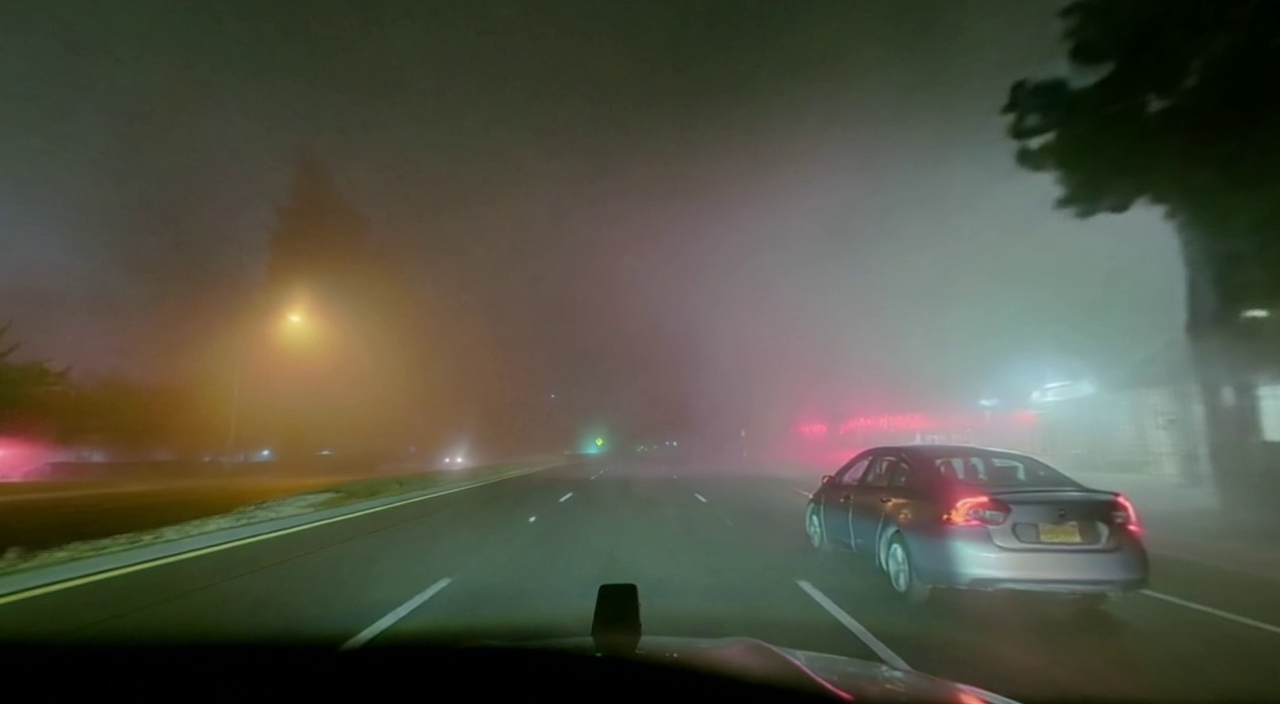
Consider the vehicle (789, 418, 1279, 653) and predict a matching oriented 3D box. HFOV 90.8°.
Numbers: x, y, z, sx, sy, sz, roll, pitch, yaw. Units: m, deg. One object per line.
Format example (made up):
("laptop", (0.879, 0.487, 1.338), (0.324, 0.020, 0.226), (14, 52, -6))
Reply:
("vehicle", (3.103, 1.515, 6.394), (2.004, 1.470, 4.544), (0, -8, -1))
